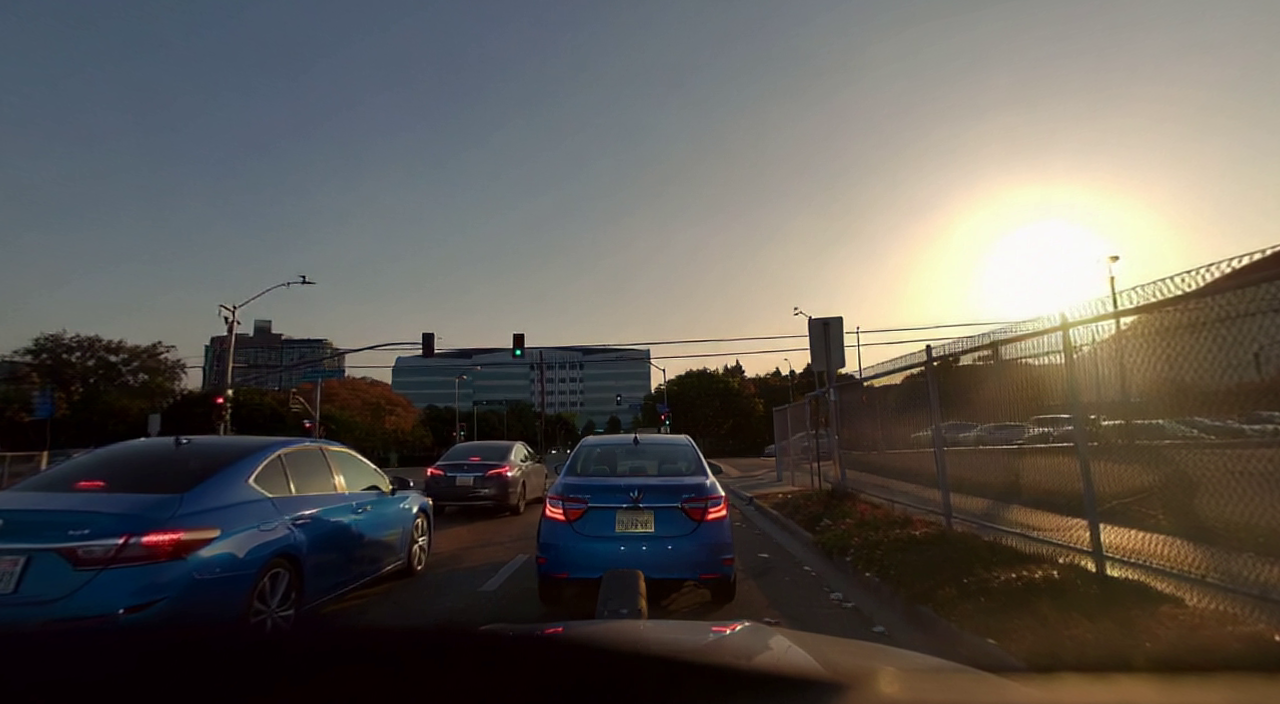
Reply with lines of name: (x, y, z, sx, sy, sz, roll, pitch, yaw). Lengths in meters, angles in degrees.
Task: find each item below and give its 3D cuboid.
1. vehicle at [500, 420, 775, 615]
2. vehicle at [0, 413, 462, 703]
vehicle: (-0.015, 1.603, 7.015, 2.144, 1.514, 4.063, 0, -9, 0)
vehicle: (-3.201, 1.381, 5.250, 1.971, 1.488, 4.581, 0, -9, 1)
